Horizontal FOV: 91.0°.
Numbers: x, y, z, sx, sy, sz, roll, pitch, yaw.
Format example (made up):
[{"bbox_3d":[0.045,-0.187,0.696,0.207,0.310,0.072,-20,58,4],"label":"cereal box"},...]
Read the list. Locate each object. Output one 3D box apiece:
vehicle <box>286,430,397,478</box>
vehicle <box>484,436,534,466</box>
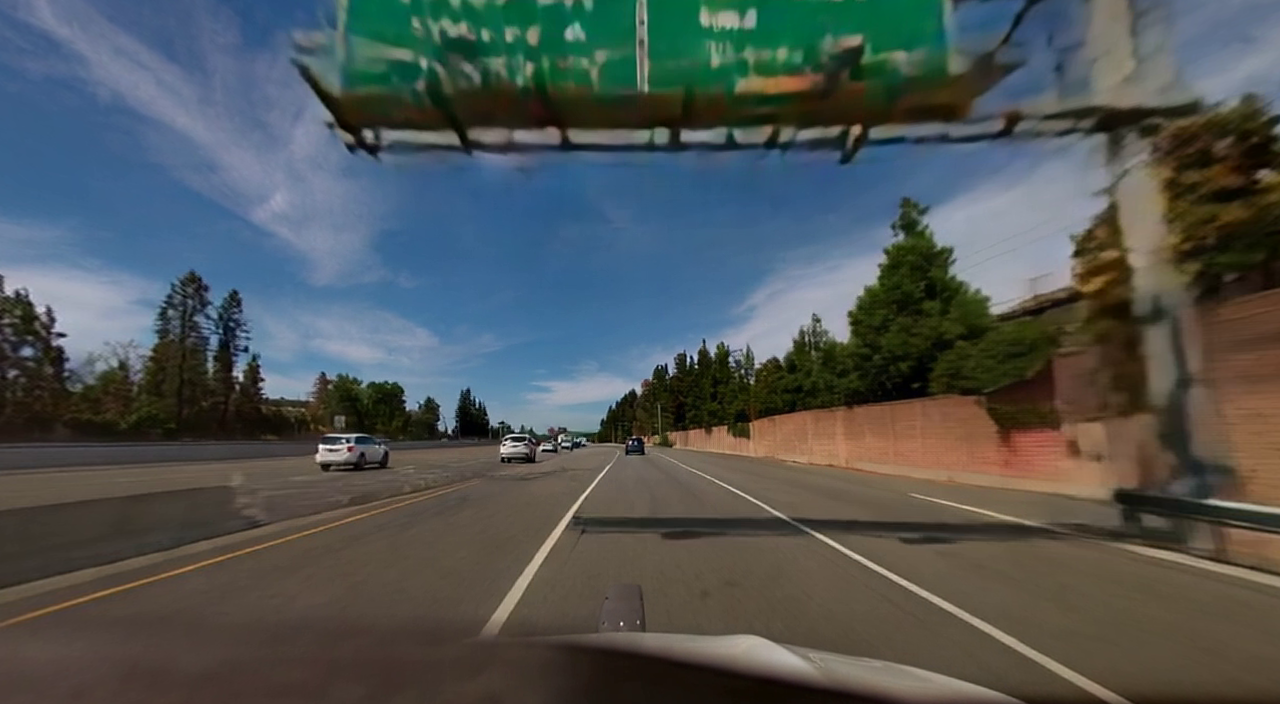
[{"bbox_3d":[-11.200,3.869,24.054,2.025,1.618,4.683,0,-9,-1],"label":"vehicle"},{"bbox_3d":[-7.933,6.057,38.668,2.151,1.707,4.759,0,-8,-1],"label":"vehicle"}]
